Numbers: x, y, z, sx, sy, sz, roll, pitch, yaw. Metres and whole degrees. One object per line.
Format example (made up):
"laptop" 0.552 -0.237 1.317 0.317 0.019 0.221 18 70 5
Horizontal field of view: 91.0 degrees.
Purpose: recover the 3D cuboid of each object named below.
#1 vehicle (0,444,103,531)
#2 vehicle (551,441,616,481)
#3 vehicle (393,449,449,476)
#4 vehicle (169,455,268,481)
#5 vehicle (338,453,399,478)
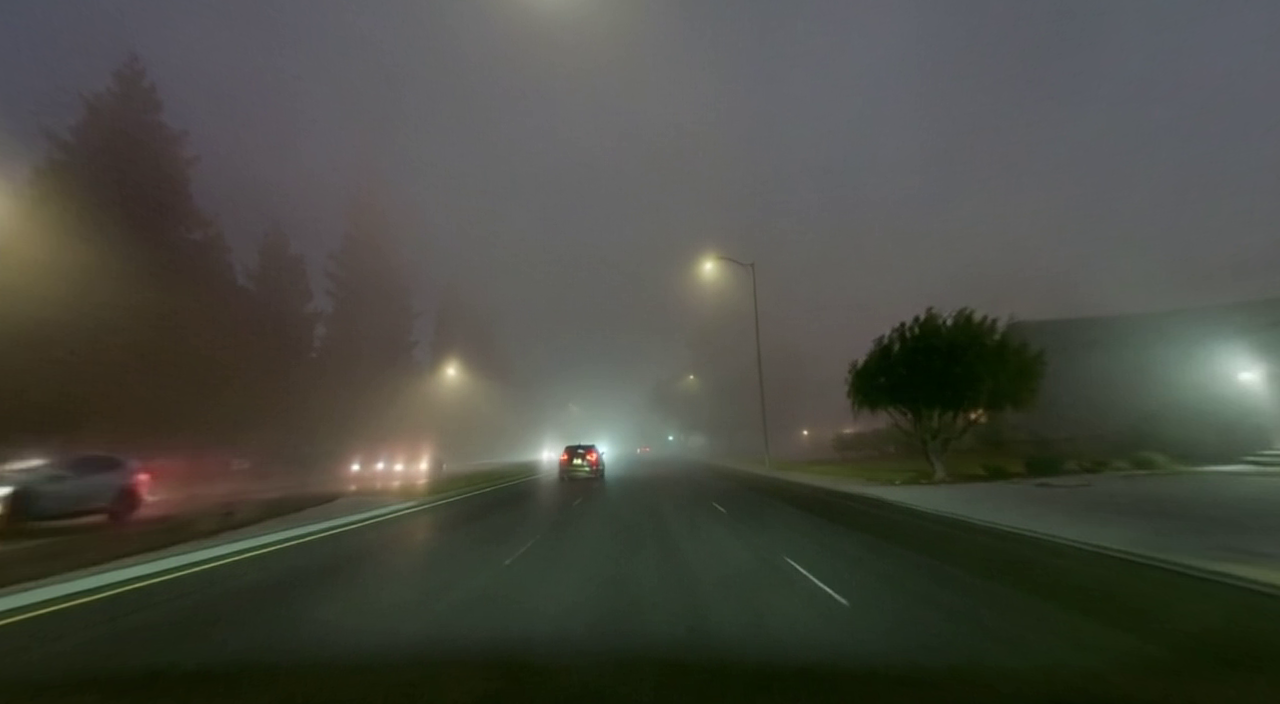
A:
"vehicle" -13.939 2.747 12.749 2.059 1.734 4.559 0 -9 0
"vehicle" -2.221 4.488 26.125 2.106 1.517 4.375 -1 -9 3
"vehicle" -13.662 6.906 39.620 1.939 1.537 4.269 0 -9 1
"vehicle" -25.944 7.145 38.903 4.586 1.492 1.884 1 -9 -8
"vehicle" -17.375 7.258 40.515 1.945 1.520 4.403 0 -9 0
